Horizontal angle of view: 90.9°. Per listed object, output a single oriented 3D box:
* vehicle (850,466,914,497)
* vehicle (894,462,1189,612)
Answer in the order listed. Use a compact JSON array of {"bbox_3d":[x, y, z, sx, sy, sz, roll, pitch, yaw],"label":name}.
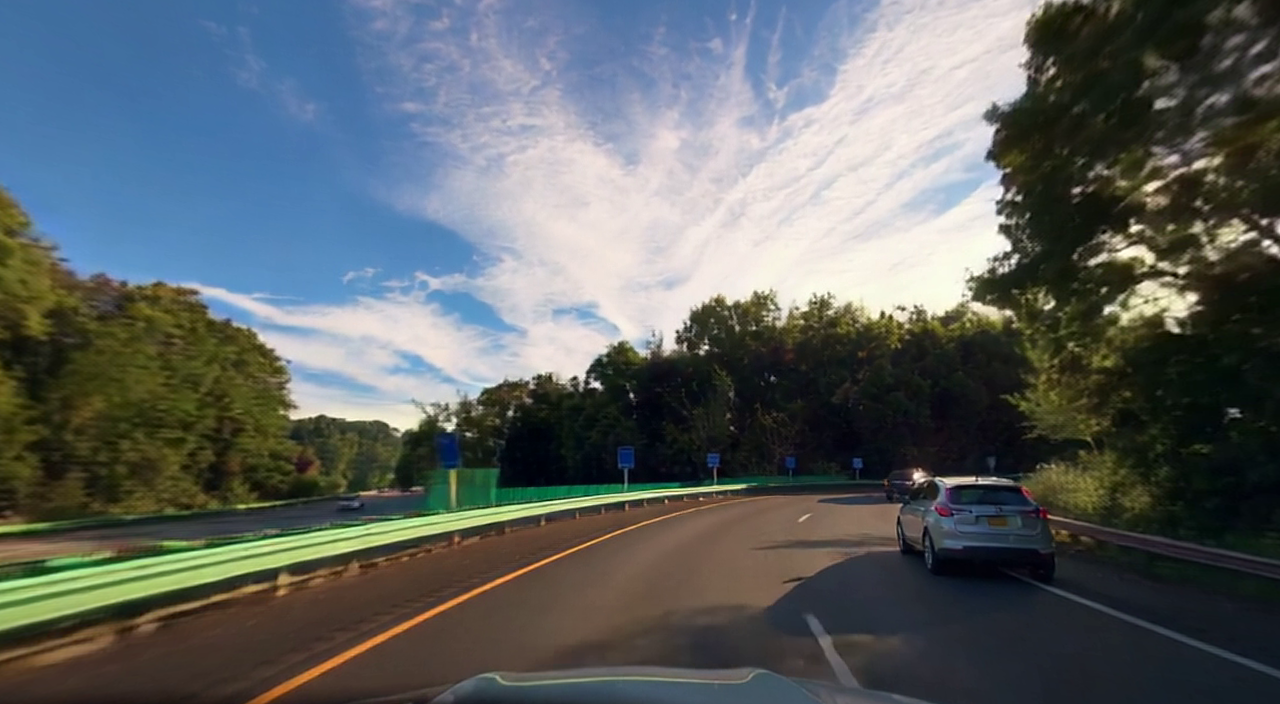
[{"bbox_3d":[12.954,6.879,33.649,1.992,1.503,3.793,-8,-14,39],"label":"vehicle"},{"bbox_3d":[5.325,2.446,9.188,2.023,1.593,4.105,-1,-11,8],"label":"vehicle"}]
